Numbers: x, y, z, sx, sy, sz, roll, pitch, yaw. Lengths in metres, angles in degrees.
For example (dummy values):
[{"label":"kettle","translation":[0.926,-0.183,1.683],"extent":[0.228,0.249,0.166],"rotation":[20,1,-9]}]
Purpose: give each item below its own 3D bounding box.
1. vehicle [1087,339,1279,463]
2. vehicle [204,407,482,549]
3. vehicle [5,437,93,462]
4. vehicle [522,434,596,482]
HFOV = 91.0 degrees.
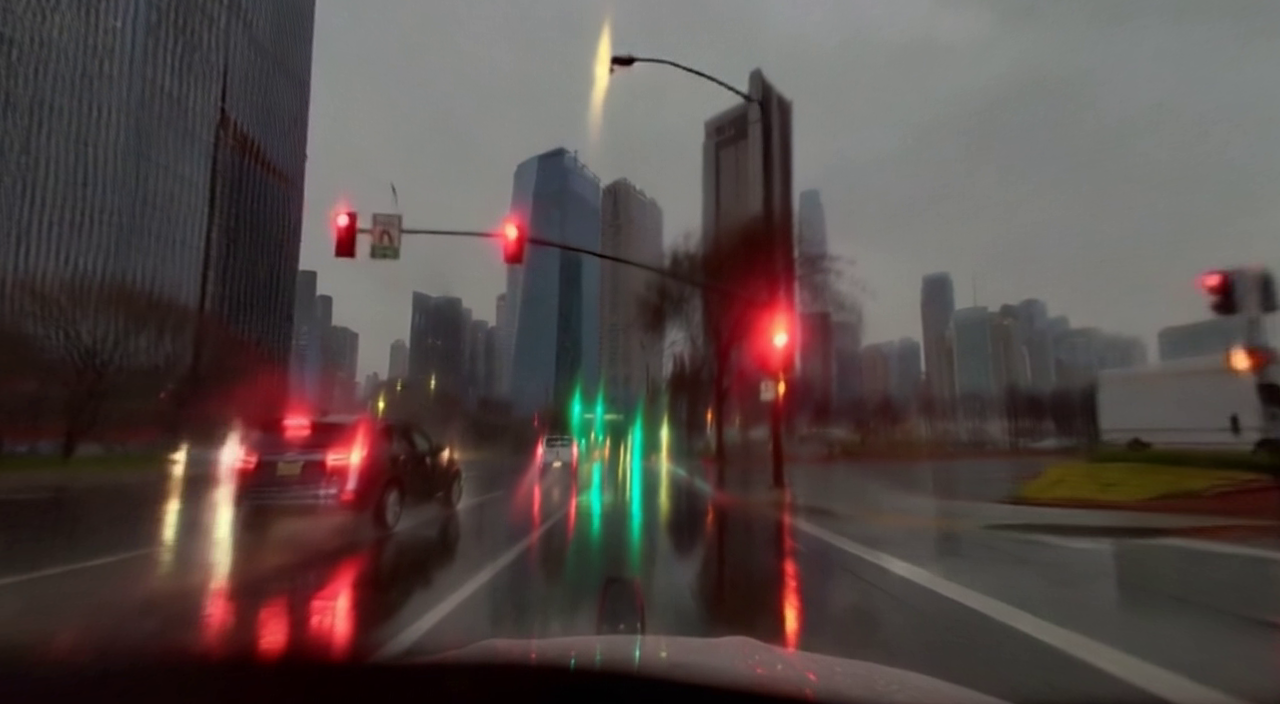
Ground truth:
[{"label":"vehicle","translation":[15.828,1.479,16.880],"extent":[4.005,2.827,4.538],"rotation":[2,-8,-10]},{"label":"vehicle","translation":[-4.323,1.905,10.252],"extent":[2.169,1.741,4.588],"rotation":[0,-8,1]},{"label":"vehicle","translation":[-37.933,6.295,40.477],"extent":[3.794,1.481,1.758],"rotation":[1,-10,1]},{"label":"vehicle","translation":[-3.388,4.568,27.473],"extent":[2.384,1.849,5.009],"rotation":[0,-8,2]}]
